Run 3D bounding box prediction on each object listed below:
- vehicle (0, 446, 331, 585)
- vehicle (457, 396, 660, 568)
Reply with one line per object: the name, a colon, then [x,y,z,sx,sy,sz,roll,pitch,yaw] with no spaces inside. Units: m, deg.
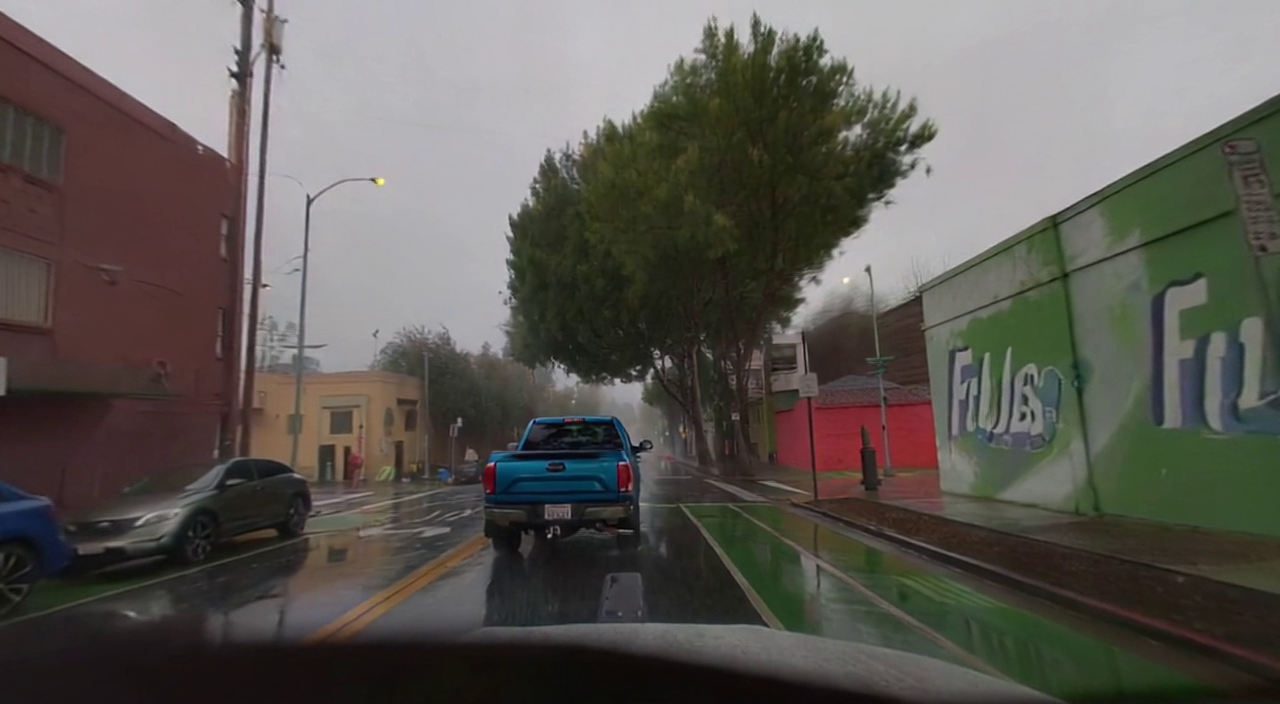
vehicle: [-7.441,2.480,10.686,1.884,1.730,5.076,0,-8,-1]
vehicle: [-0.893,1.766,9.320,2.215,1.882,4.611,0,-8,0]
